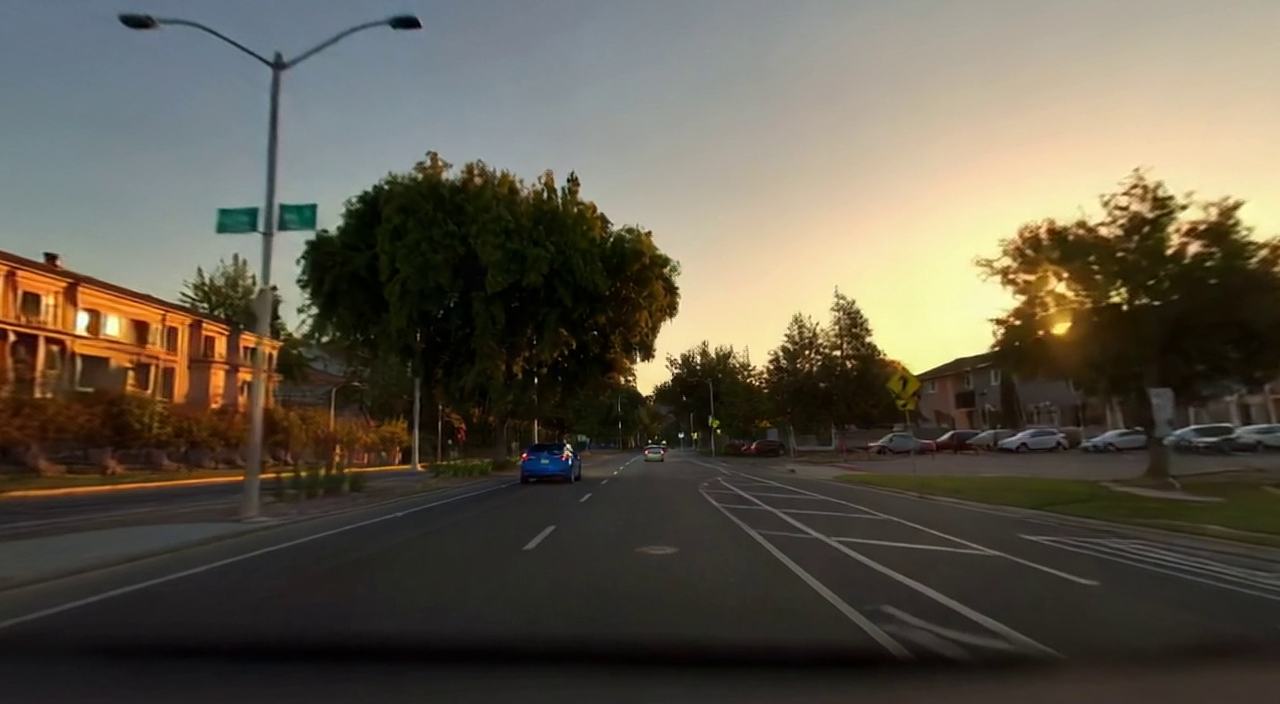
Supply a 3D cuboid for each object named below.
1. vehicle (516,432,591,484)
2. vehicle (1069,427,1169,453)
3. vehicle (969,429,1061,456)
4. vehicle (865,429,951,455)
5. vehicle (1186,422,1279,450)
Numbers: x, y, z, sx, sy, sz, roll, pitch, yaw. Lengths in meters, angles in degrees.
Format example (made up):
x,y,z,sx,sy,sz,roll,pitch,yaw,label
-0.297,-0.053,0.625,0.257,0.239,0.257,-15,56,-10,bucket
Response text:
x,y,z,sx,sy,sz,roll,pitch,yaw,label
-3.253,4.090,24.628,2.150,1.812,4.423,0,-8,2,vehicle
29.040,5.392,38.324,4.479,1.470,1.823,-1,-9,2,vehicle
22.768,5.517,38.389,4.325,1.534,1.876,0,-8,0,vehicle
20.515,6.926,48.349,5.571,1.931,2.145,0,-8,0,vehicle
36.416,5.151,38.763,4.045,1.426,1.701,-2,-4,1,vehicle
